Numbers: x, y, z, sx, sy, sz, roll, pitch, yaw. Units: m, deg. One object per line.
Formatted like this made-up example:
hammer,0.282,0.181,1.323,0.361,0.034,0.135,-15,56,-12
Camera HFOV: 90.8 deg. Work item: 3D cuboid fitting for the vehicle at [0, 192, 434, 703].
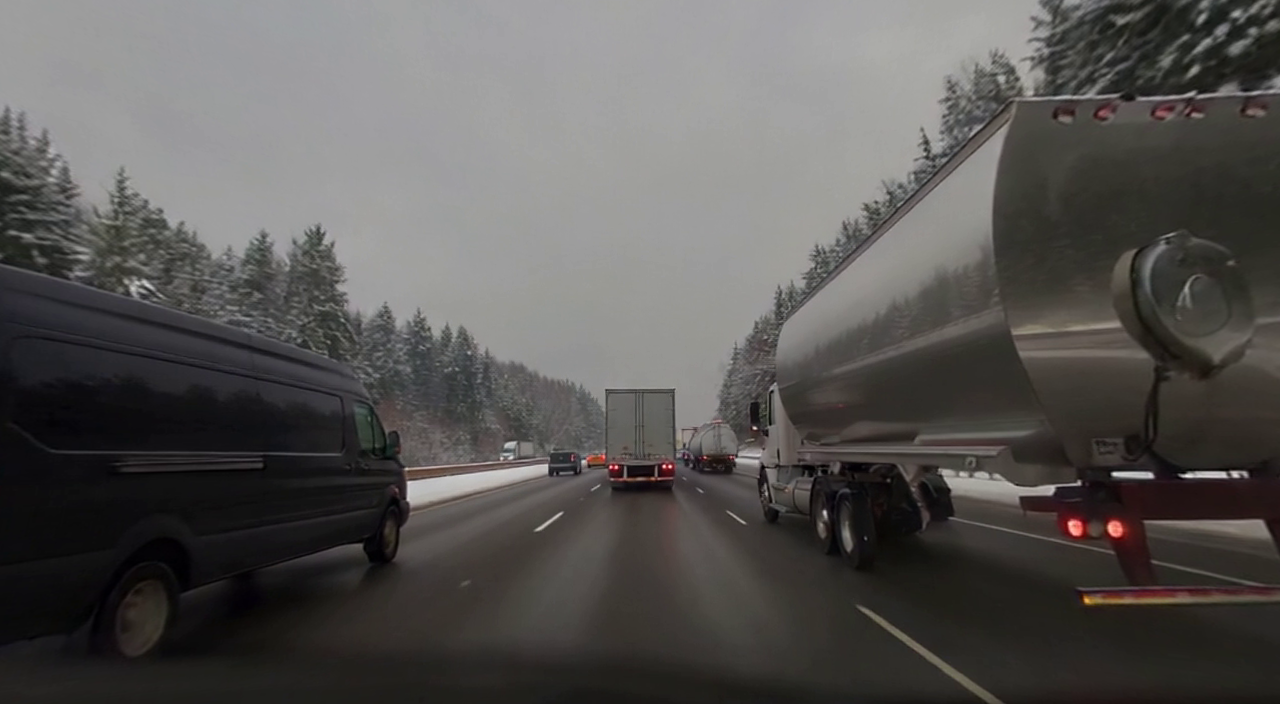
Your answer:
vehicle,-4.160,0.955,5.409,2.525,2.572,6.260,0,-9,1

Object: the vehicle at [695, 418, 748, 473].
vehicle,5.772,6.965,46.685,2.706,3.500,11.483,0,-9,2

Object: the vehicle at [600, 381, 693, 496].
vehicle,0.165,3.332,23.692,2.773,3.455,9.118,0,-9,0

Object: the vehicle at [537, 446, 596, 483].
vehicle,-3.502,5.474,30.986,2.134,1.652,4.439,0,-9,3

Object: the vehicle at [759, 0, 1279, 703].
vehicle,4.451,0.614,9.313,3.139,4.152,11.915,0,-9,0
